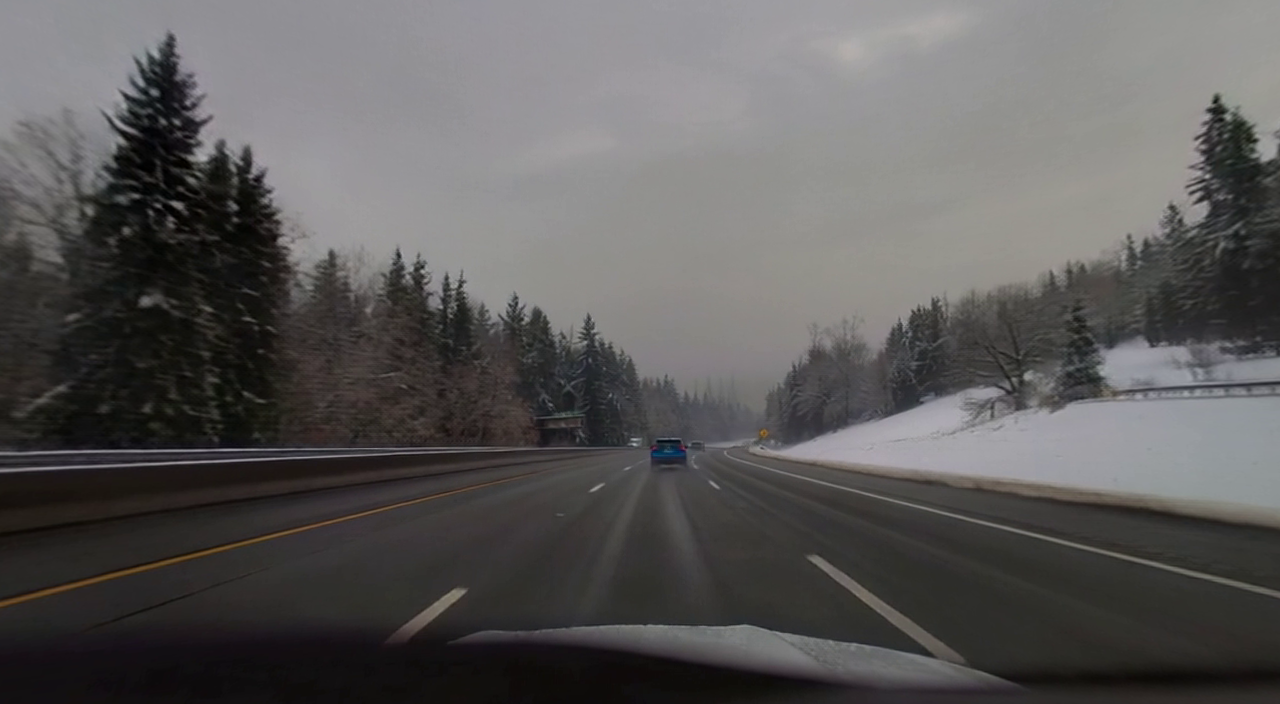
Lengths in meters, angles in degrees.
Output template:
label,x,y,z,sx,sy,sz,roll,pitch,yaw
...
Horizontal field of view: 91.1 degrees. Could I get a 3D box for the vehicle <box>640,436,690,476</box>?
label,x,y,z,sx,sy,sz,roll,pitch,yaw
vehicle,1.168,4.815,29.321,2.133,1.686,4.203,0,-8,2
